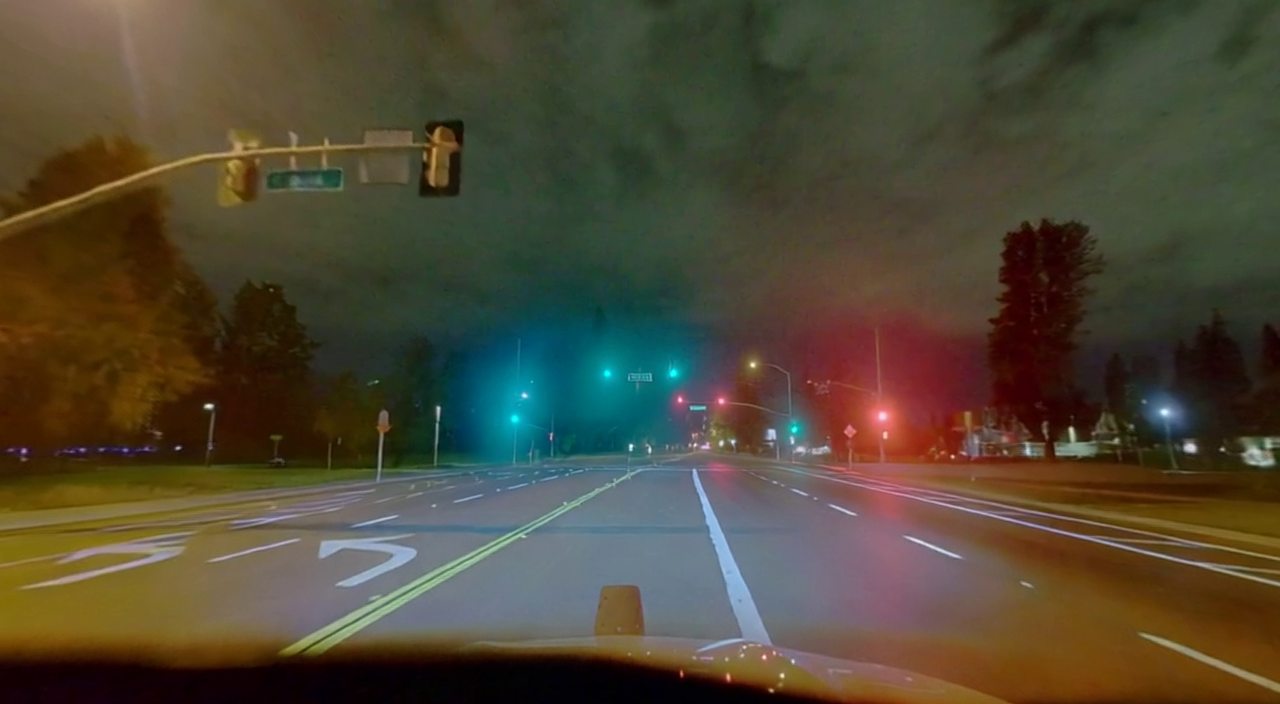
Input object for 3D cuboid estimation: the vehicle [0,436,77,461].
[{"bbox_3d":[-40.864,6.465,42.429,4.347,1.588,1.816,8,-12,-43],"label":"vehicle"}]
